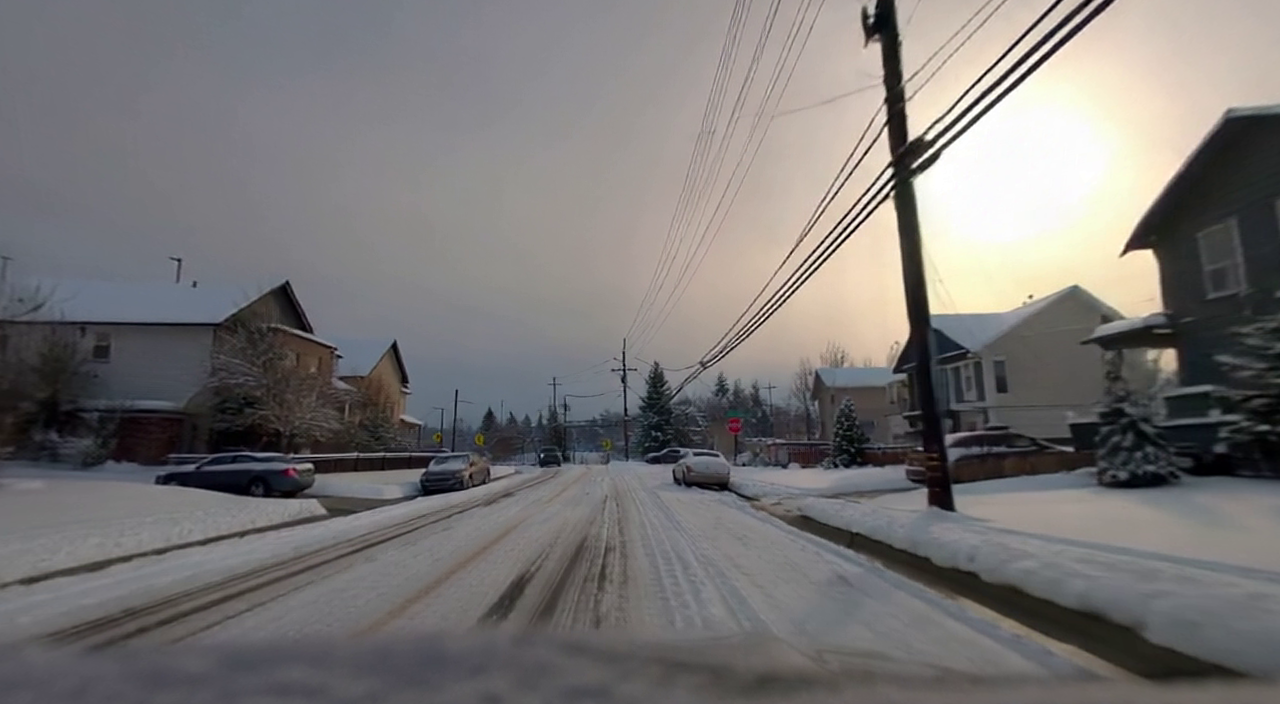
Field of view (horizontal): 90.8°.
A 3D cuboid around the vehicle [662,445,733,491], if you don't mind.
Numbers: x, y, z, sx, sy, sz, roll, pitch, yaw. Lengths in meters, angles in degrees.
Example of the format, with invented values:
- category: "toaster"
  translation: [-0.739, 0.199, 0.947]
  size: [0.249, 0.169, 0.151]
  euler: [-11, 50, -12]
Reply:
- category: "vehicle"
  translation: [2.044, 4.263, 23.646]
  size: [2.080, 1.531, 4.415]
  euler: [0, -9, -2]

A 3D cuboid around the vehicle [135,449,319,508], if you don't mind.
- category: "vehicle"
  translation: [-12.612, 3.868, 19.551]
  size: [4.266, 1.674, 1.933]
  euler: [0, -9, -3]

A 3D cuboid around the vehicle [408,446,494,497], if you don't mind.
- category: "vehicle"
  translation: [-7.661, 4.851, 26.127]
  size: [2.156, 1.728, 4.619]
  euler: [-2, -7, 0]
